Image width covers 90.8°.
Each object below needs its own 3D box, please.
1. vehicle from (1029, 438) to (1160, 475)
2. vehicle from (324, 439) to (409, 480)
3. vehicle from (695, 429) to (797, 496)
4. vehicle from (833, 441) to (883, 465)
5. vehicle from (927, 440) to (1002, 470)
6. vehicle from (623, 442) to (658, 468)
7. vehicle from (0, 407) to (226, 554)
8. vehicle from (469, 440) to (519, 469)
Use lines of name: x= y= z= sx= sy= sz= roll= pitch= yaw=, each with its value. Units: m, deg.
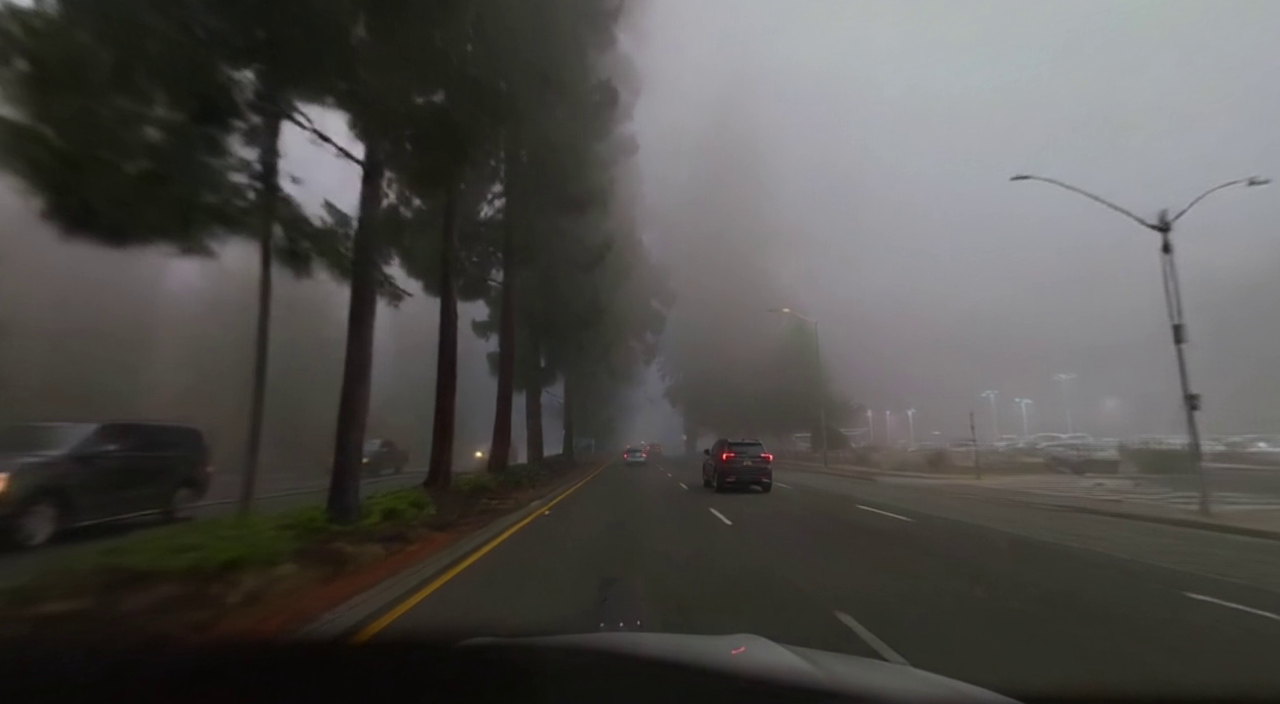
vehicle: x=20.583 y=4.756 z=28.737 sx=4.475 sy=1.592 sz=1.841 roll=0 pitch=-9 yaw=-1
vehicle: x=-12.712 y=5.019 z=29.685 sx=1.937 sy=1.737 sz=4.398 roll=0 pitch=-9 yaw=1
vehicle: x=3.125 y=3.420 z=19.884 sx=2.235 sy=1.806 sz=4.818 roll=0 pitch=-9 yaw=-2
vehicle: x=15.836 y=7.368 z=46.151 sx=1.812 sy=1.687 sz=4.579 roll=1 pitch=-9 yaw=-4
vehicle: x=19.213 y=6.131 z=37.670 sx=1.936 sy=1.659 sz=4.365 roll=0 pitch=-9 yaw=-3
vehicle: x=-0.008 y=6.570 z=40.580 sx=2.145 sy=1.572 sz=4.021 roll=0 pitch=-9 yaw=-1
vehicle: x=-9.304 y=1.941 z=10.019 sx=2.165 sy=1.863 sz=4.880 roll=0 pitch=-9 yaw=-1
vehicle: x=-9.232 y=6.521 z=40.261 sx=2.093 sy=1.728 sz=4.735 roll=0 pitch=-9 yaw=-1
